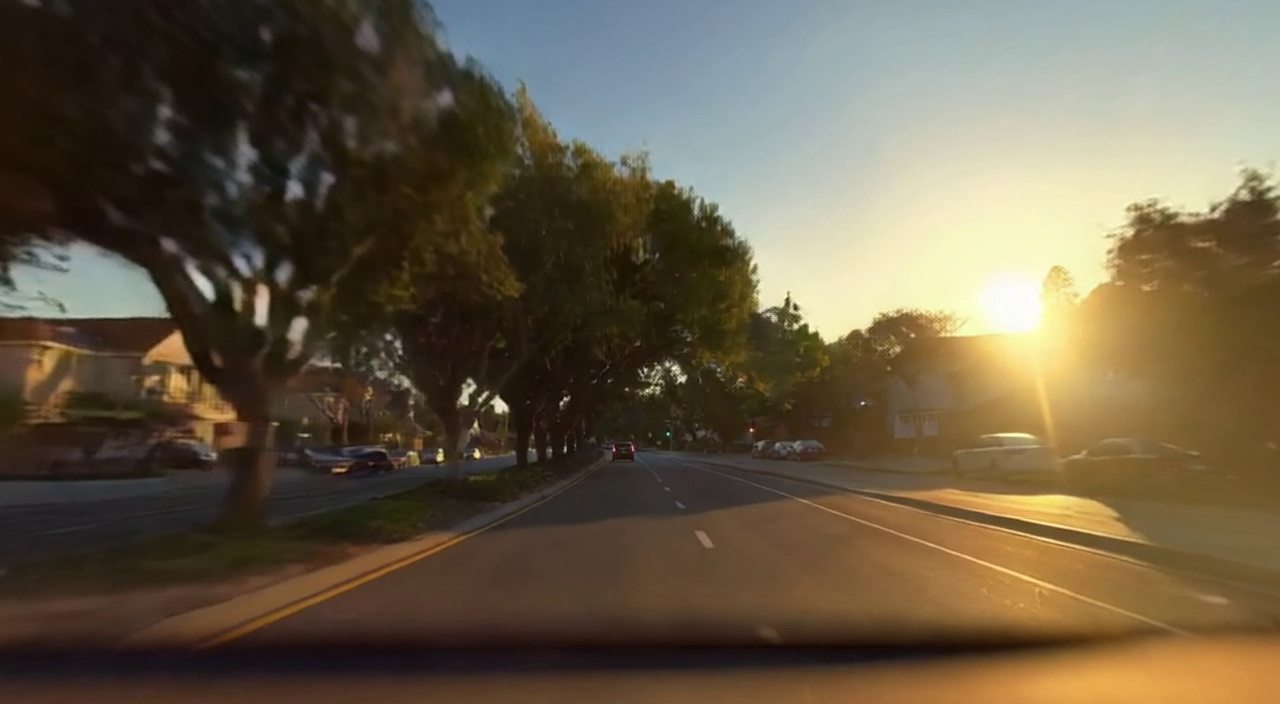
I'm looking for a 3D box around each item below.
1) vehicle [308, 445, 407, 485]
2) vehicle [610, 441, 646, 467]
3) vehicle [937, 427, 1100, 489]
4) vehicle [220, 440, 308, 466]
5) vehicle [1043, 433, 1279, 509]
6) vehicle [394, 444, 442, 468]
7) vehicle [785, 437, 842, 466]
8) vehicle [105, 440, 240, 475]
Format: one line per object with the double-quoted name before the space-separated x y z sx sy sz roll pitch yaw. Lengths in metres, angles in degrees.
"vehicle" -11.119 4.437 25.181 1.910 1.431 4.426 0 -9 0
"vehicle" -0.761 6.252 38.805 2.113 1.462 4.203 0 -9 -2
"vehicle" 11.562 3.275 19.767 2.156 1.689 4.774 0 -9 1
"vehicle" -23.512 6.336 39.497 4.184 1.528 1.990 0 -9 -3
"vehicle" 11.620 2.622 14.377 1.838 1.443 4.563 0 -9 0
"vehicle" -15.632 7.332 44.568 1.884 1.540 3.927 0 -9 0
"vehicle" 11.210 6.457 41.056 2.147 1.767 5.125 0 -9 -1
"vehicle" -21.012 4.745 28.443 4.547 1.484 1.914 0 -9 0
